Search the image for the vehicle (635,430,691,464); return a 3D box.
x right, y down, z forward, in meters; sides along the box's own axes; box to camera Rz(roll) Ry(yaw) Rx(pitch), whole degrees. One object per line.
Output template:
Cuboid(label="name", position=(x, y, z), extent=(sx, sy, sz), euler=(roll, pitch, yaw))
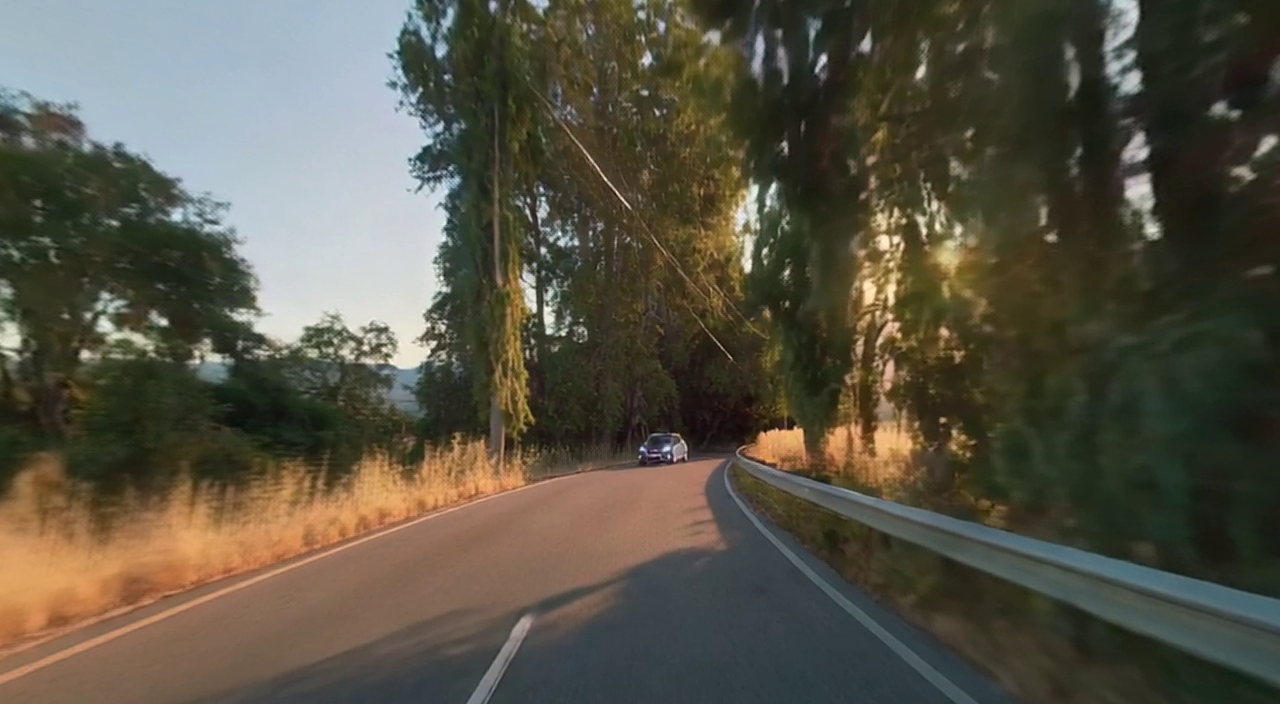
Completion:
Cuboid(label="vehicle", position=(1.429, 5.457, 36.269), extent=(2.251, 1.799, 4.776), euler=(-3, -9, 14))
